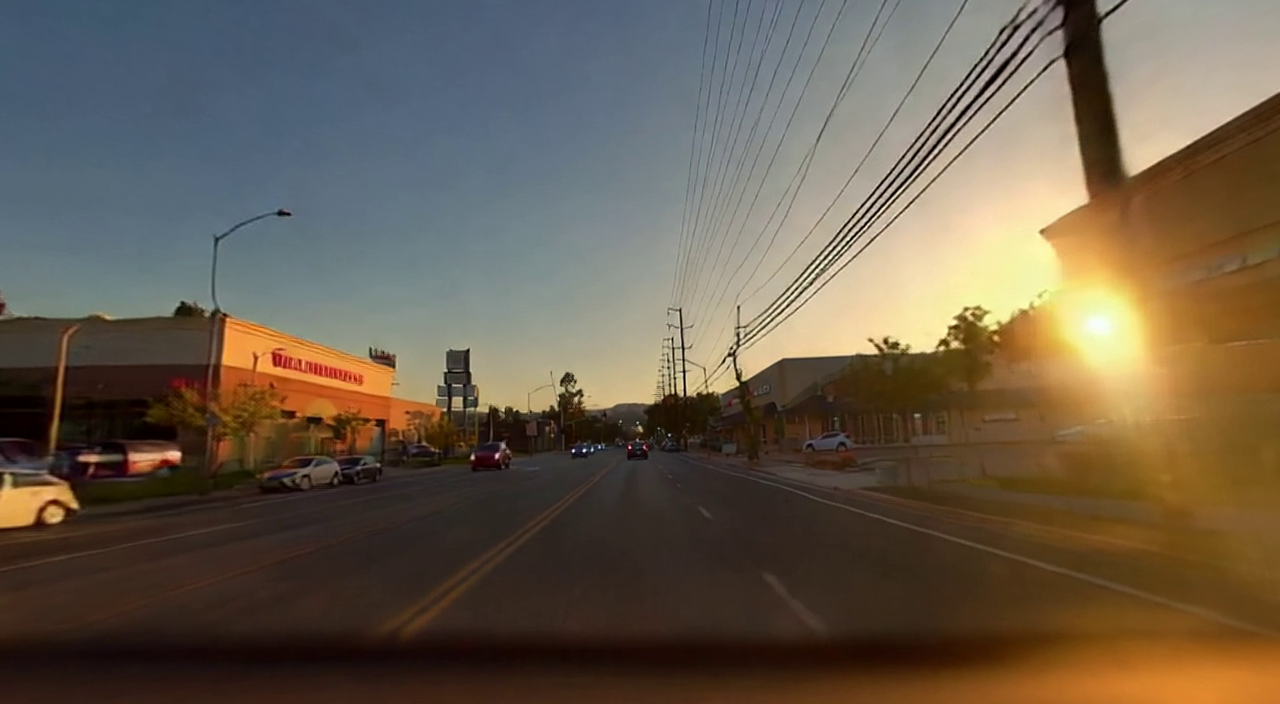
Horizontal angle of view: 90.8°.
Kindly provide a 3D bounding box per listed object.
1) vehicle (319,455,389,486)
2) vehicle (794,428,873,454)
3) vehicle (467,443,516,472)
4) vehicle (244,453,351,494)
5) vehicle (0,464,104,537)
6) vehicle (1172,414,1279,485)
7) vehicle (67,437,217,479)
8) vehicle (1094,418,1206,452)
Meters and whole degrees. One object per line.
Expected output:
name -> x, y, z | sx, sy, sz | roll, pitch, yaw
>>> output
vehicle -> -14.856, 6.141, 33.028 | 1.753, 1.401, 4.223 | 0, -8, -1
vehicle -> 13.508, 6.260, 44.394 | 4.836, 1.750, 2.079 | 0, -8, -1
vehicle -> -9.423, 6.713, 40.404 | 1.940, 1.698, 5.028 | 0, -8, 0
vehicle -> -14.824, 5.262, 27.759 | 1.954, 1.519, 5.051 | -1, -8, -1
vehicle -> -14.374, 3.146, 13.226 | 1.927, 1.427, 5.198 | 1, -8, -3
vehicle -> 14.629, 2.148, 14.094 | 3.929, 1.456, 1.774 | 0, -8, -3
vehicle -> -23.932, 5.092, 30.705 | 5.233, 1.880, 2.362 | 4, -9, -28
vehicle -> 31.717, 5.148, 39.424 | 4.895, 1.884, 2.320 | -2, -6, 1
